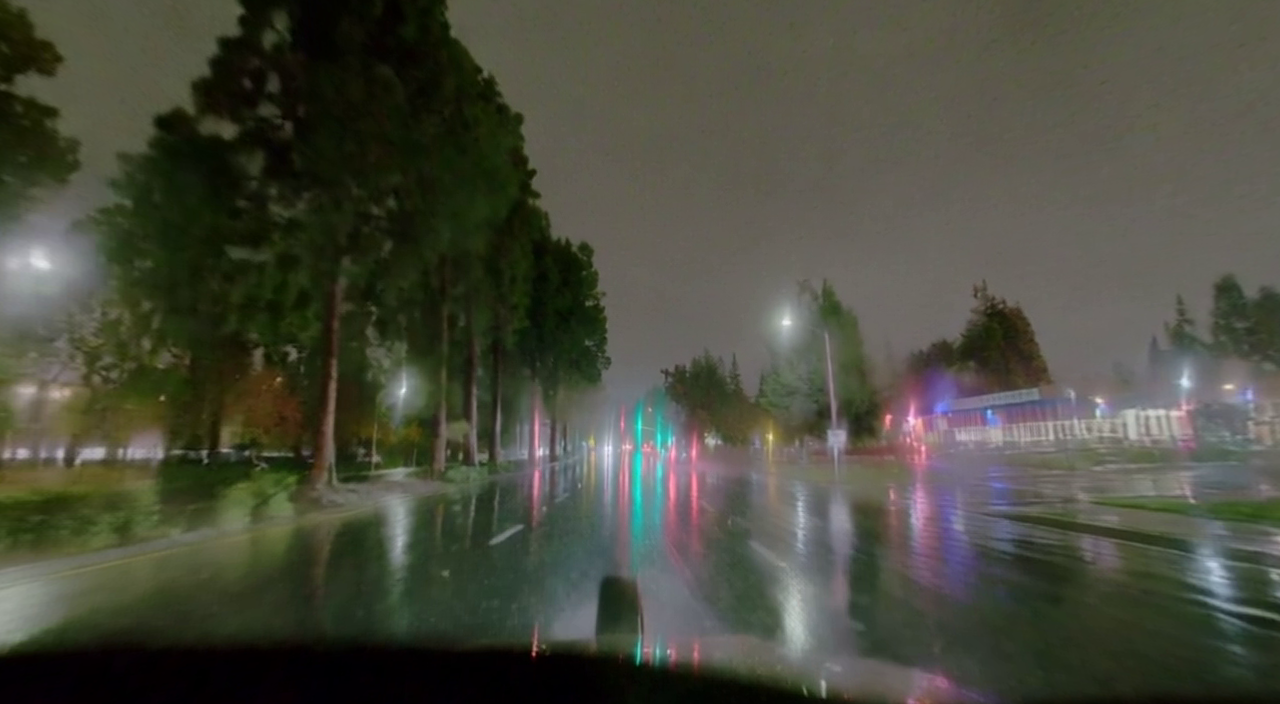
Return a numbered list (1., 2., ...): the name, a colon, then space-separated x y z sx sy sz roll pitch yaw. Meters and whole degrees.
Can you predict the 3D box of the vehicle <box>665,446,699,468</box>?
1. vehicle: 3.060 7.714 46.522 2.033 1.482 4.571 1 -9 -2
